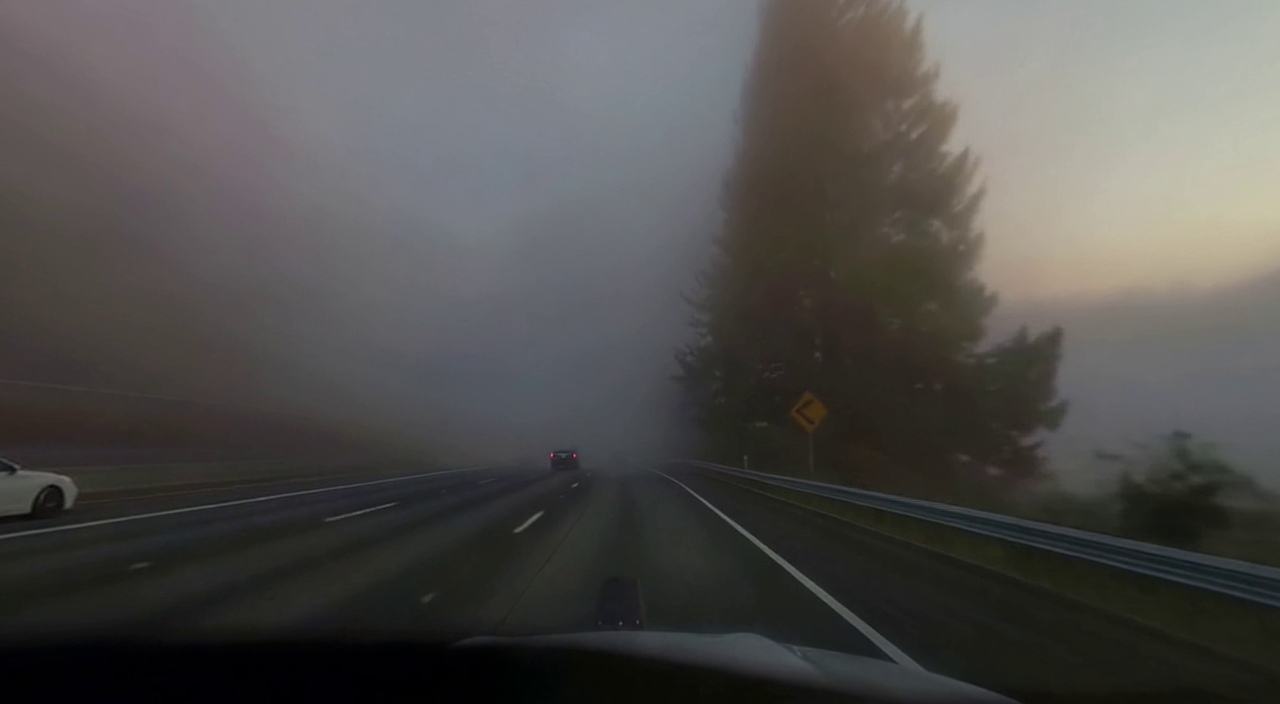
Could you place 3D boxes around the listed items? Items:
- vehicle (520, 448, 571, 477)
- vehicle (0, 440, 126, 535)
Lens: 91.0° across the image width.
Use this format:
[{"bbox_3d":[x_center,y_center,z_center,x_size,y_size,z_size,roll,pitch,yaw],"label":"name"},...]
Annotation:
[{"bbox_3d":[-5.008,5.906,33.929,2.120,1.458,4.031,0,-9,1],"label":"vehicle"},{"bbox_3d":[-11.039,2.135,9.917,1.960,1.487,4.593,0,-9,0],"label":"vehicle"}]
